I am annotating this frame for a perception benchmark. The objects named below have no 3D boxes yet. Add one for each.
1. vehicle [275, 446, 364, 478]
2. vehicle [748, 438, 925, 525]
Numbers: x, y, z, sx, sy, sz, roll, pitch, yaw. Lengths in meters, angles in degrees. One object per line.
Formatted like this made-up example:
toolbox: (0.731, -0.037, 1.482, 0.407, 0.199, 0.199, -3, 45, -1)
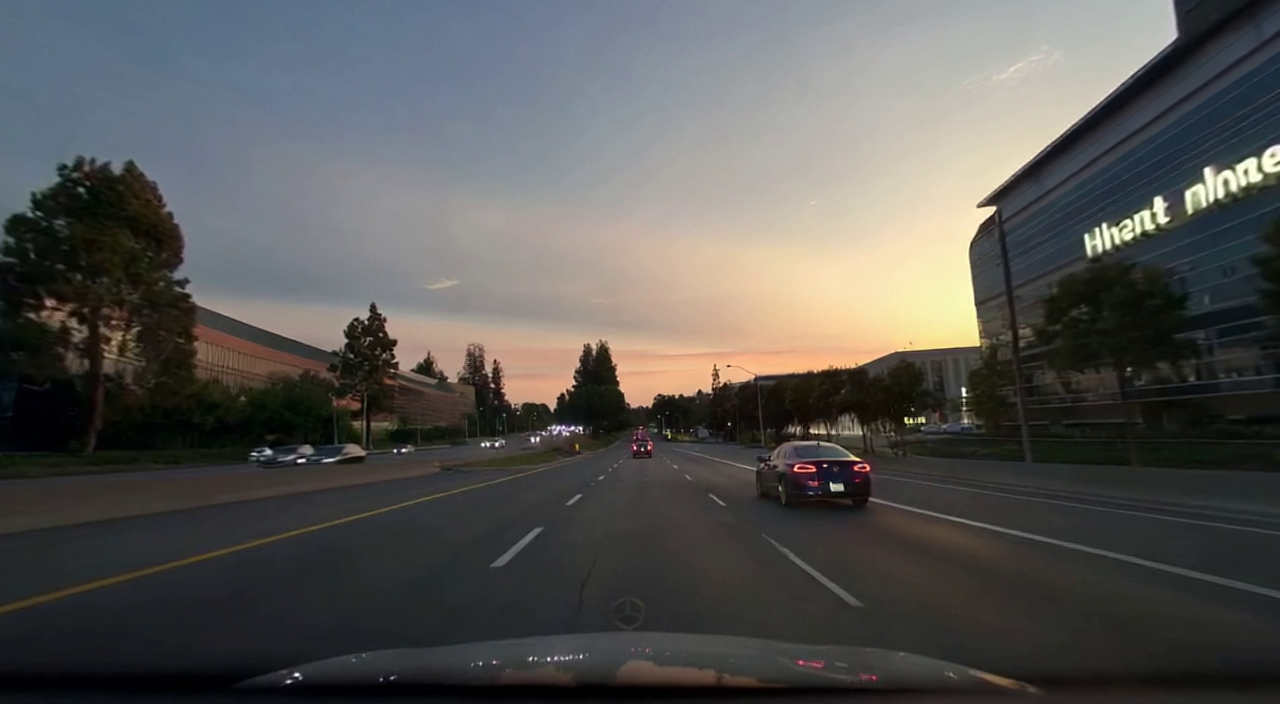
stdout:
vehicle: (-16.309, 5.575, 32.381, 2.187, 1.484, 4.485, 0, -8, 0)
vehicle: (3.659, 2.481, 12.723, 2.069, 1.431, 4.313, 0, -8, -2)
